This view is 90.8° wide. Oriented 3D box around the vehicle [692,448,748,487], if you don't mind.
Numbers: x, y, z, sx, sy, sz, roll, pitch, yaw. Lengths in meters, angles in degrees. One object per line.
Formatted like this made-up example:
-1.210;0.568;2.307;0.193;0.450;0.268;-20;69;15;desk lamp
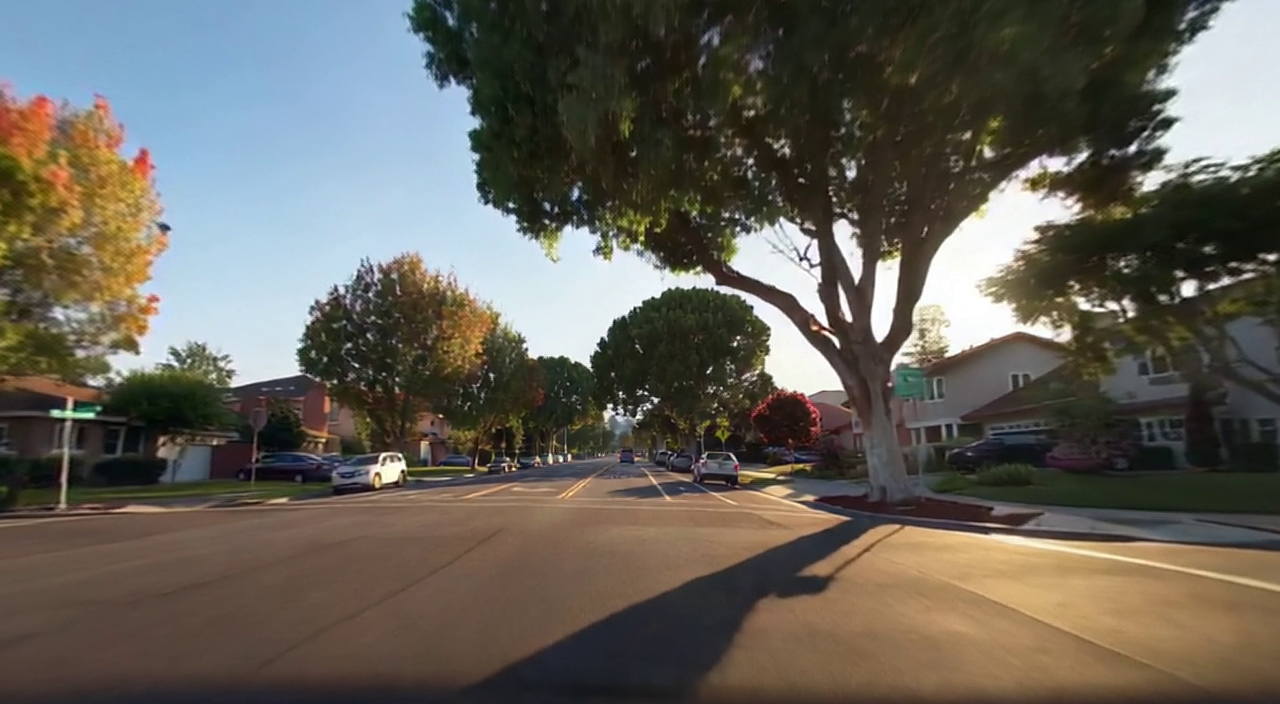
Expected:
3.824;5.631;30.988;2.027;1.751;4.433;0;-9;-2;vehicle

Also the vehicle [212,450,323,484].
-19.414;6.010;33.101;4.450;1.677;2.027;0;-9;-3;vehicle

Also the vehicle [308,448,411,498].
-12.152;5.248;27.880;2.199;1.988;5.454;0;-9;-2;vehicle
